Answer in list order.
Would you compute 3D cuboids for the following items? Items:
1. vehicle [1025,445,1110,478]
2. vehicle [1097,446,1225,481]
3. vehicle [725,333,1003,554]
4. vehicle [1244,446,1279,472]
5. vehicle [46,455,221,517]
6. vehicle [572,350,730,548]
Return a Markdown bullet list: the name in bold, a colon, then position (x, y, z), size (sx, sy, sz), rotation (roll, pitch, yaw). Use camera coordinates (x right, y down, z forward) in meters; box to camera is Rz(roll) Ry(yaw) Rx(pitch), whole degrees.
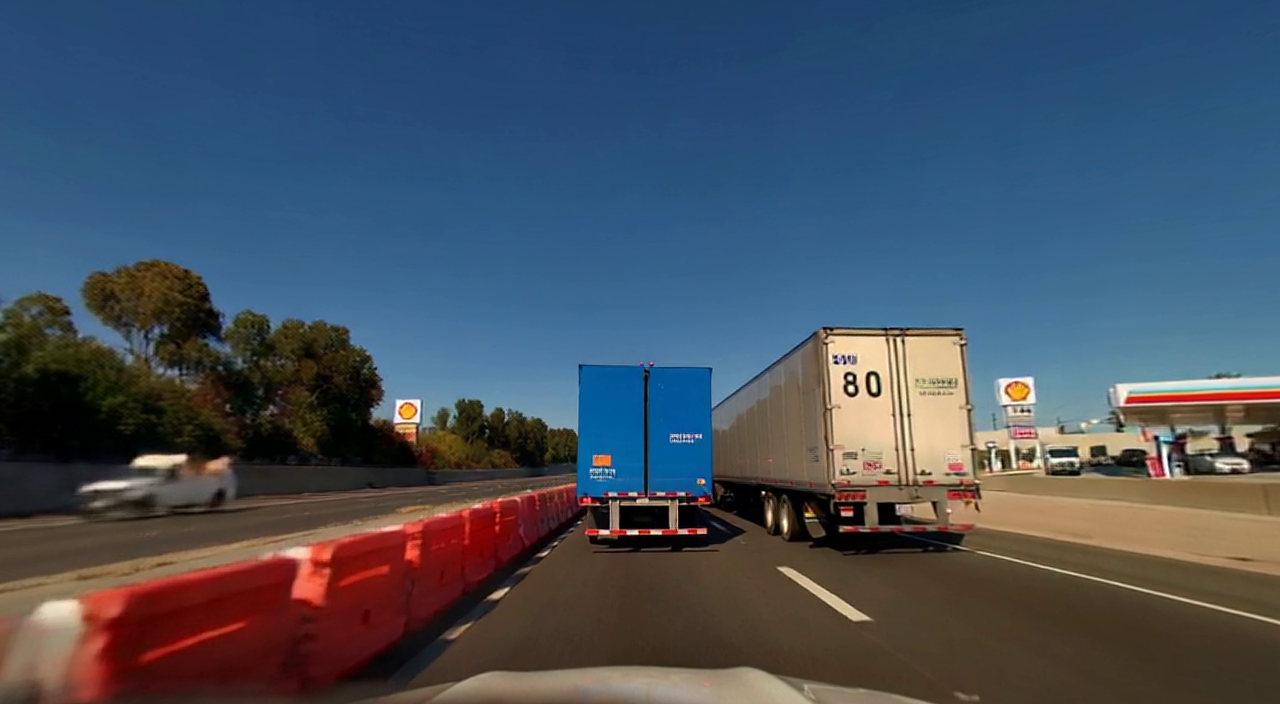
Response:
- **vehicle**: position (24.673, 6.360, 36.526), size (1.919, 1.722, 4.024), rotation (1, -10, -2)
- **vehicle**: position (24.556, 5.315, 29.918), size (1.762, 1.470, 4.485), rotation (3, -11, -10)
- **vehicle**: position (4.350, 2.345, 15.260), size (2.936, 3.640, 9.443), rotation (1, -10, -2)
- **vehicle**: position (37.807, 6.398, 37.468), size (4.208, 1.429, 1.820), rotation (8, -13, -36)
- **vehicle**: position (-16.745, 4.444, 21.234), size (1.981, 1.824, 4.637), rotation (1, -10, 0)
- **vehicle**: position (0.122, 2.402, 15.030), size (2.618, 3.306, 8.676), rotation (1, -10, -1)
